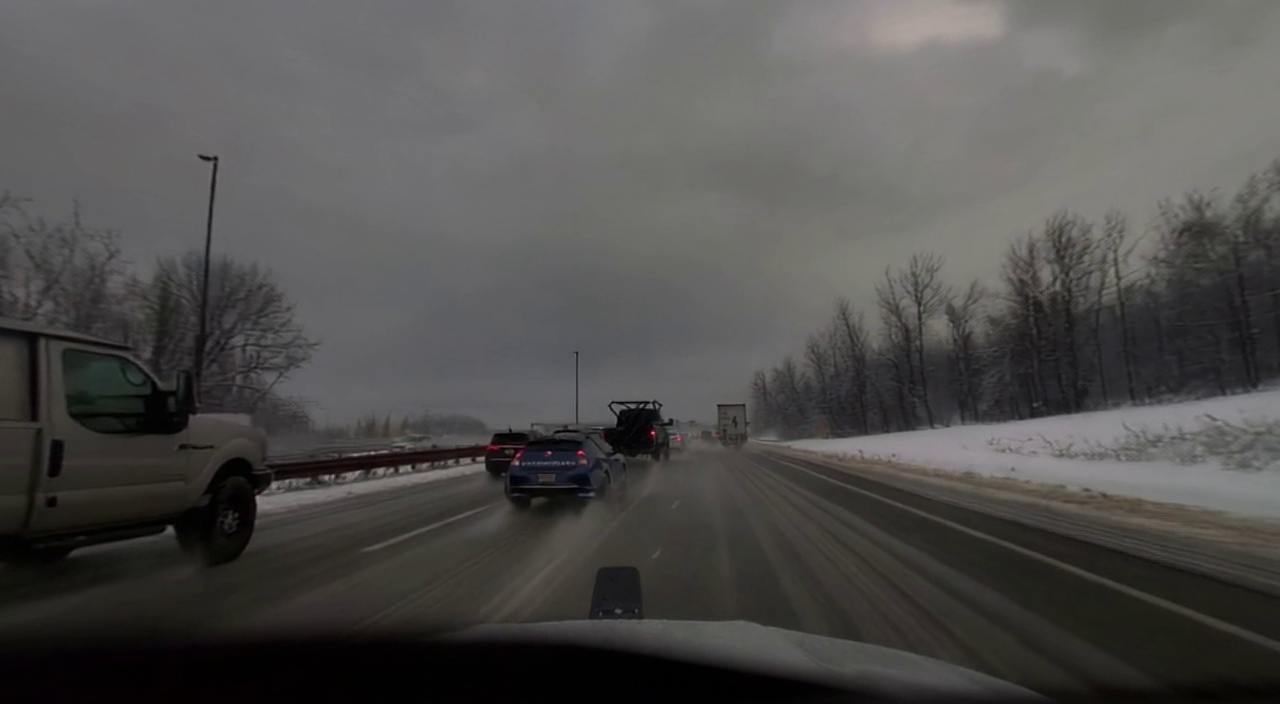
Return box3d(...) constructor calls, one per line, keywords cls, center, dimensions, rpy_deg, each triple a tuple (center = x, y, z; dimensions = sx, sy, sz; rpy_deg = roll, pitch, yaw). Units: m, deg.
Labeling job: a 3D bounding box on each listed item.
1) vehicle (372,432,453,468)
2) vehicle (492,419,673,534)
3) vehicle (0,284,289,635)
box3d(cls="vehicle", center=(-10.837, 4.683, 30.294), dimensions=(1.920, 1.587, 4.323), rpy_deg=(-1, -8, 6))
box3d(cls="vehicle", center=(-0.671, 1.914, 10.411), dimensions=(2.089, 1.485, 4.153), rpy_deg=(-1, -8, 7))
box3d(cls="vehicle", center=(-5.655, 0.781, 4.639), dimensions=(2.386, 2.435, 5.831), rpy_deg=(-1, -8, 5))
